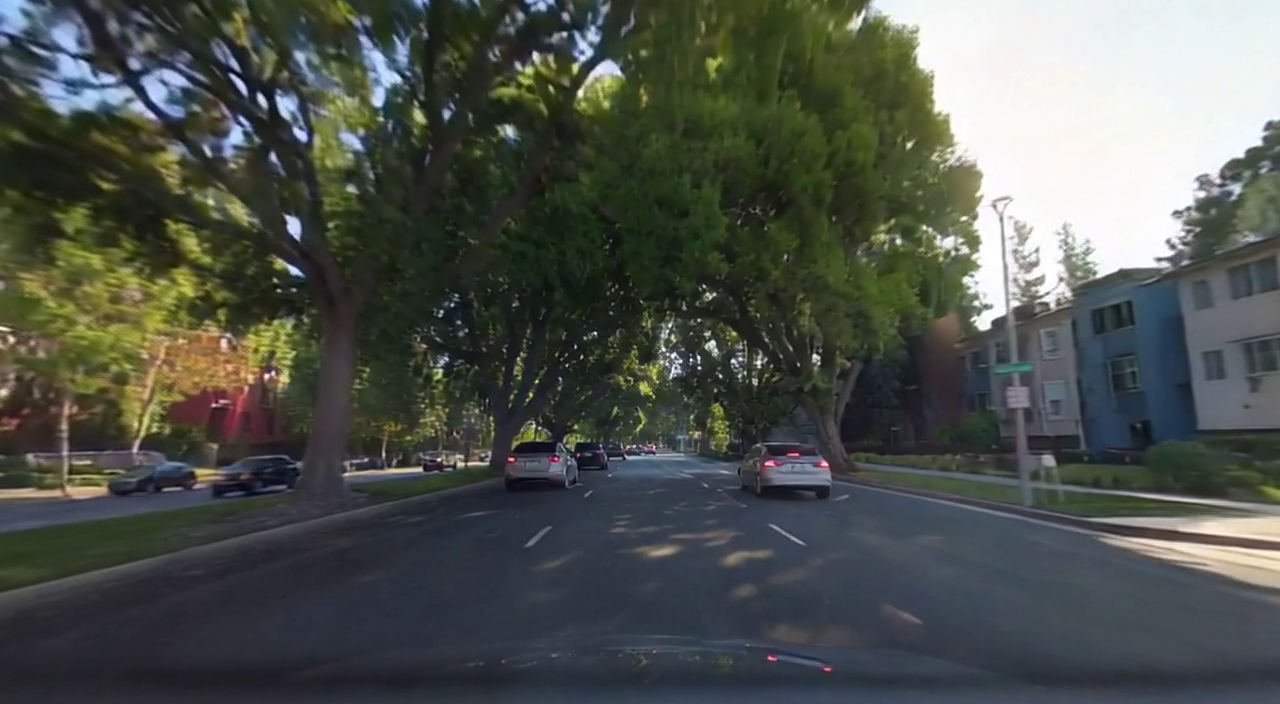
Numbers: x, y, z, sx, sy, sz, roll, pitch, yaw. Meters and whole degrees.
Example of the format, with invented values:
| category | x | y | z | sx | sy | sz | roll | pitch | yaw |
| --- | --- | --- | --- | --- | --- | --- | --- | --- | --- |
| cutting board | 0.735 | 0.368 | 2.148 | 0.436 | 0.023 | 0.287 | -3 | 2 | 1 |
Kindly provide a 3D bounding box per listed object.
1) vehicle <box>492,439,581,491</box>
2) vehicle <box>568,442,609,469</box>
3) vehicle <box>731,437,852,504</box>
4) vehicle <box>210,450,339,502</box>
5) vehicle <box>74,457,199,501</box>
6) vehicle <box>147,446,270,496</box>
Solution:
| category | x | y | z | sx | sy | sz | roll | pitch | yaw |
| --- | --- | --- | --- | --- | --- | --- | --- | --- | --- |
| vehicle | -3.200 | 3.604 | 20.417 | 2.053 | 1.480 | 4.381 | 0 | -8 | 1 |
| vehicle | -3.026 | 6.196 | 37.779 | 1.988 | 1.497 | 4.404 | 0 | -8 | 2 |
| vehicle | 3.721 | 3.003 | 16.408 | 2.010 | 1.486 | 4.498 | 0 | -8 | 0 |
| vehicle | -12.132 | 4.093 | 21.291 | 1.817 | 1.547 | 4.220 | 0 | -9 | 0 |
| vehicle | -22.638 | 5.686 | 28.615 | 1.960 | 1.698 | 4.446 | 0 | -8 | 0 |
| vehicle | -18.920 | 5.177 | 27.964 | 2.032 | 1.989 | 4.727 | 0 | -8 | 1 |
